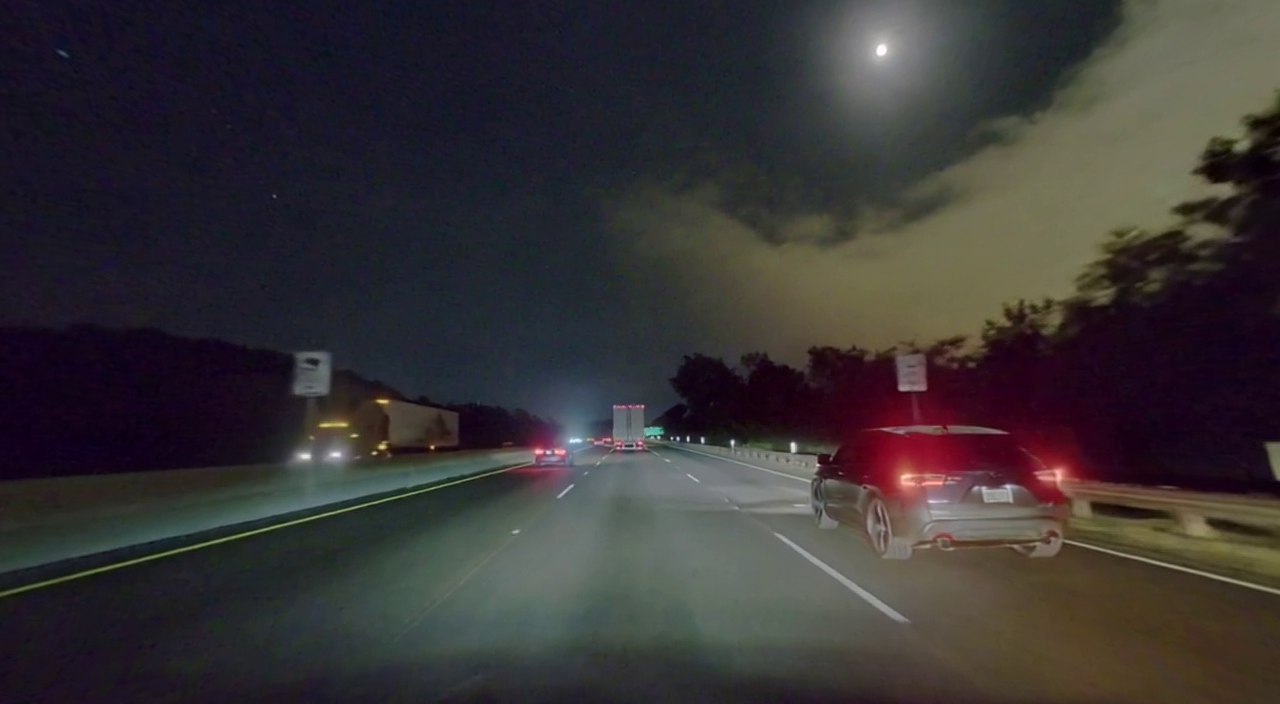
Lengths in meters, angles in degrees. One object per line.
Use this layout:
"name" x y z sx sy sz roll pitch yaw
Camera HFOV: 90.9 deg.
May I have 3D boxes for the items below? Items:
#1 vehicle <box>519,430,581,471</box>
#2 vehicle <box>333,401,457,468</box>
"vehicle" -3.916 4.367 28.314 2.123 1.655 4.688 0 -8 -1
"vehicle" -17.067 6.051 46.083 2.886 3.939 16.802 0 -8 -2
